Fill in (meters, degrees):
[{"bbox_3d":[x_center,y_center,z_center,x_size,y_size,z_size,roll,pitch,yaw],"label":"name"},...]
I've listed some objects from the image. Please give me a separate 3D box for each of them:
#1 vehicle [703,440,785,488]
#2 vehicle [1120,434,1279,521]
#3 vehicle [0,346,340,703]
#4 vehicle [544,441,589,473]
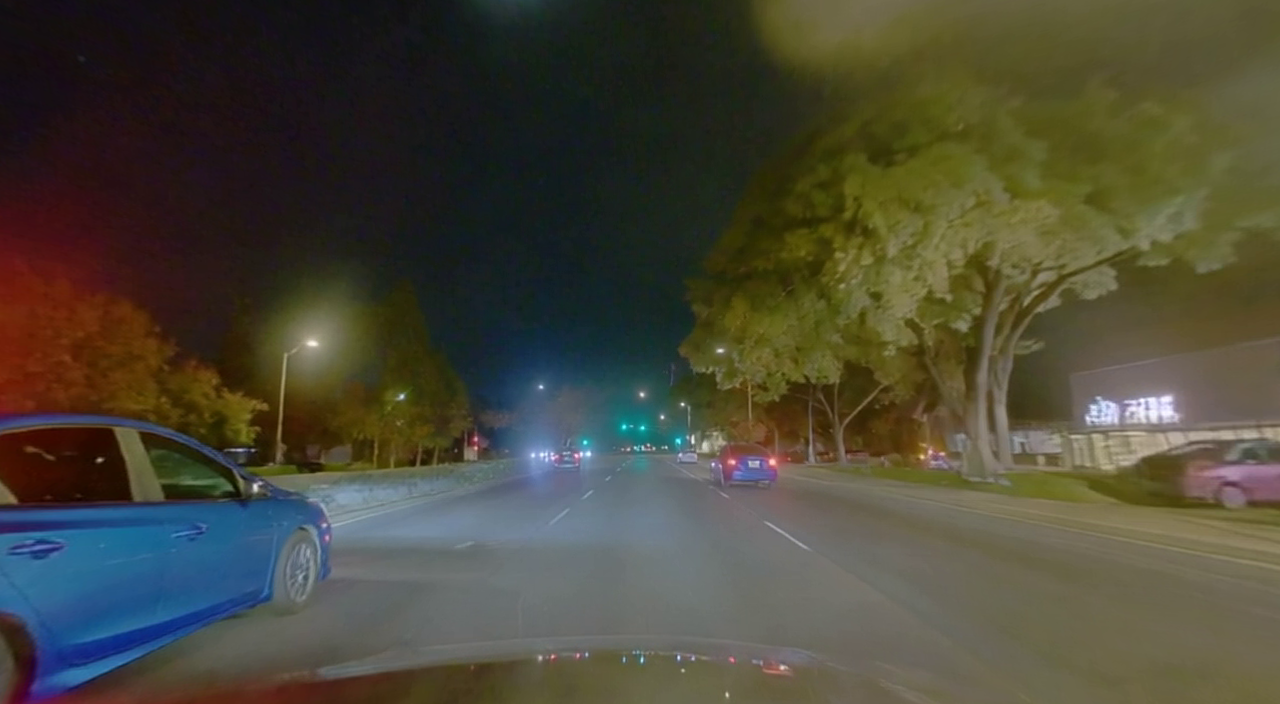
[{"bbox_3d":[3.492,3.863,22.064,2.083,1.474,4.360,0,-9,0],"label":"vehicle"},{"bbox_3d":[12.608,2.523,13.015,3.802,1.613,2.025,1,-9,-6],"label":"vehicle"},{"bbox_3d":[-3.566,0.904,2.889,2.023,1.720,4.741,0,-9,0],"label":"vehicle"},{"bbox_3d":[-3.922,5.684,34.301,2.113,1.626,4.129,0,-9,-3],"label":"vehicle"}]
